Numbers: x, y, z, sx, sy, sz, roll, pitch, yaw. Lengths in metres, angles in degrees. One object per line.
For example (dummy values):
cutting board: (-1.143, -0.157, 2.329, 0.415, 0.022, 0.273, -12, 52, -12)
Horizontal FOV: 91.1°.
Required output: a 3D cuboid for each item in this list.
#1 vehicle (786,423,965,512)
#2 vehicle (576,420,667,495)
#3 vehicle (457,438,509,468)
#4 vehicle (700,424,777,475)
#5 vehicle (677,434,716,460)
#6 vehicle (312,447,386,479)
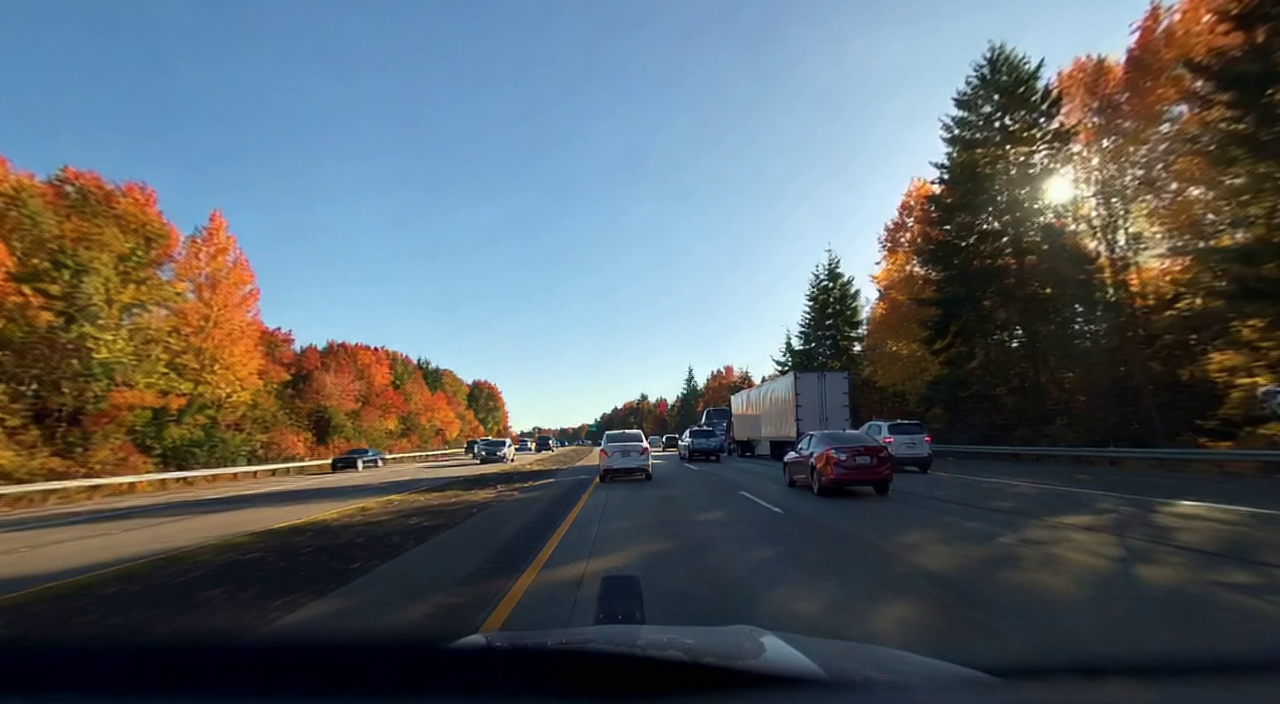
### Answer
vehicle: (4.567, 2.274, 12.970, 2.040, 1.523, 4.068, 0, -8, -1)
vehicle: (-0.474, 2.741, 16.783, 2.087, 1.709, 4.455, 0, -8, -1)
vehicle: (-9.170, 5.903, 37.057, 2.051, 1.679, 4.148, 0, -8, 0)
vehicle: (3.571, 3.605, 23.547, 2.147, 1.707, 3.963, 0, -8, -2)
vehicle: (3.409, 5.824, 38.721, 1.865, 1.471, 3.916, 0, -8, -2)
vehicle: (-15.392, 5.877, 33.508, 1.976, 1.500, 4.233, 0, -8, -1)
